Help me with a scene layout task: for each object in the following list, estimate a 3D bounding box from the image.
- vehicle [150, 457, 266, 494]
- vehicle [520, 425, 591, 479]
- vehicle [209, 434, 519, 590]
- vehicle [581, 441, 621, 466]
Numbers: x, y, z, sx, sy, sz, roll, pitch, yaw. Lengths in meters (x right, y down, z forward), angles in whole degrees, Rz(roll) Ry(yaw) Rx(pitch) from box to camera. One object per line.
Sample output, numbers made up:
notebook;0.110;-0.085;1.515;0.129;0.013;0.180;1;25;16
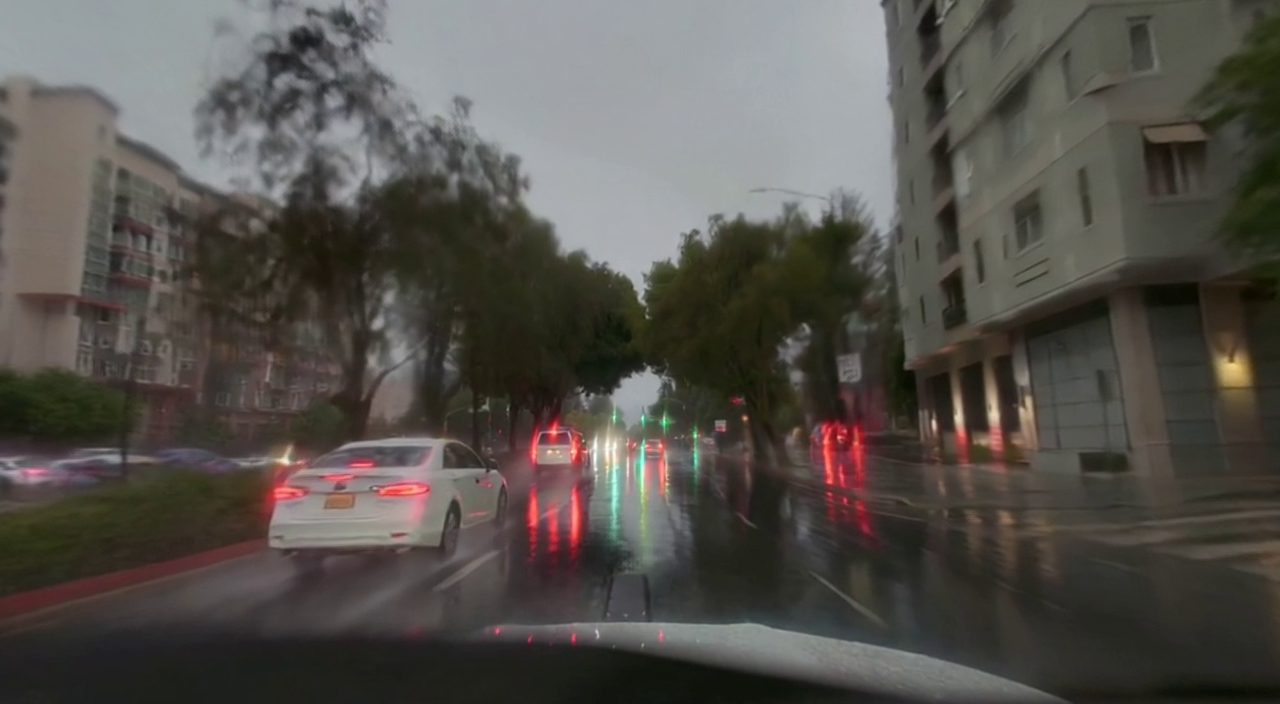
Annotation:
vehicle;-19.618;5.615;28.948;1.878;1.472;4.736;-1;-9;1
vehicle;-3.296;4.050;25.661;2.152;1.987;4.527;-1;-9;1
vehicle;-2.962;1.804;8.005;1.959;1.406;4.272;0;-9;1
vehicle;-2.456;6.542;40.801;2.246;1.481;4.146;-1;-9;1
